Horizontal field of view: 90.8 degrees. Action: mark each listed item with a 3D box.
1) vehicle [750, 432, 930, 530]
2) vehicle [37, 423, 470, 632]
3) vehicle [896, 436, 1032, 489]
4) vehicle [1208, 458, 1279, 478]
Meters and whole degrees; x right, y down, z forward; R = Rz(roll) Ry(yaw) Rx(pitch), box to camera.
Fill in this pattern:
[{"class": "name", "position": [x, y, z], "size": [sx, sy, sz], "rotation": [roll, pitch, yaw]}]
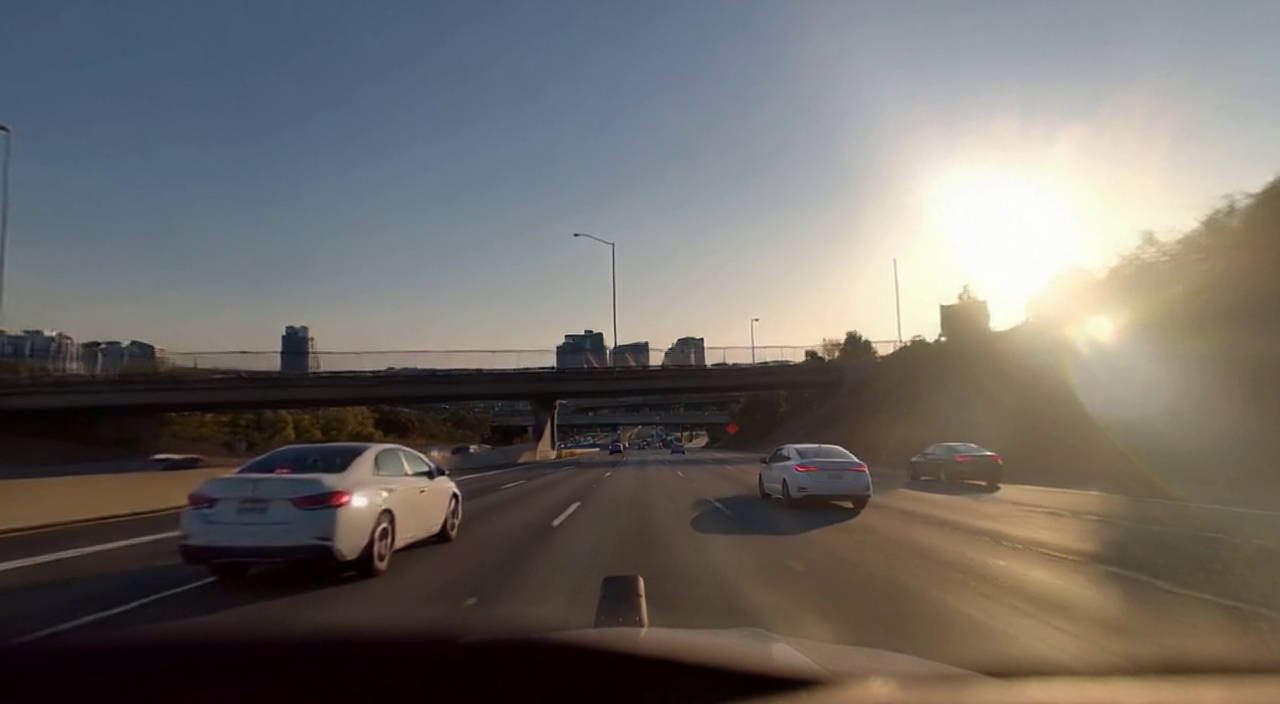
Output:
[{"class": "vehicle", "position": [3.463, 2.309, 11.877], "size": [1.961, 1.504, 4.094], "rotation": [0, -9, -1]}, {"class": "vehicle", "position": [-3.467, 1.632, 6.914], "size": [1.975, 1.536, 4.295], "rotation": [0, -9, 1]}, {"class": "vehicle", "position": [10.323, 3.553, 20.578], "size": [2.019, 1.529, 4.385], "rotation": [0, -9, -1]}, {"class": "vehicle", "position": [44.214, 8.444, 46.043], "size": [3.765, 1.422, 1.794], "rotation": [0, -9, 1]}]
